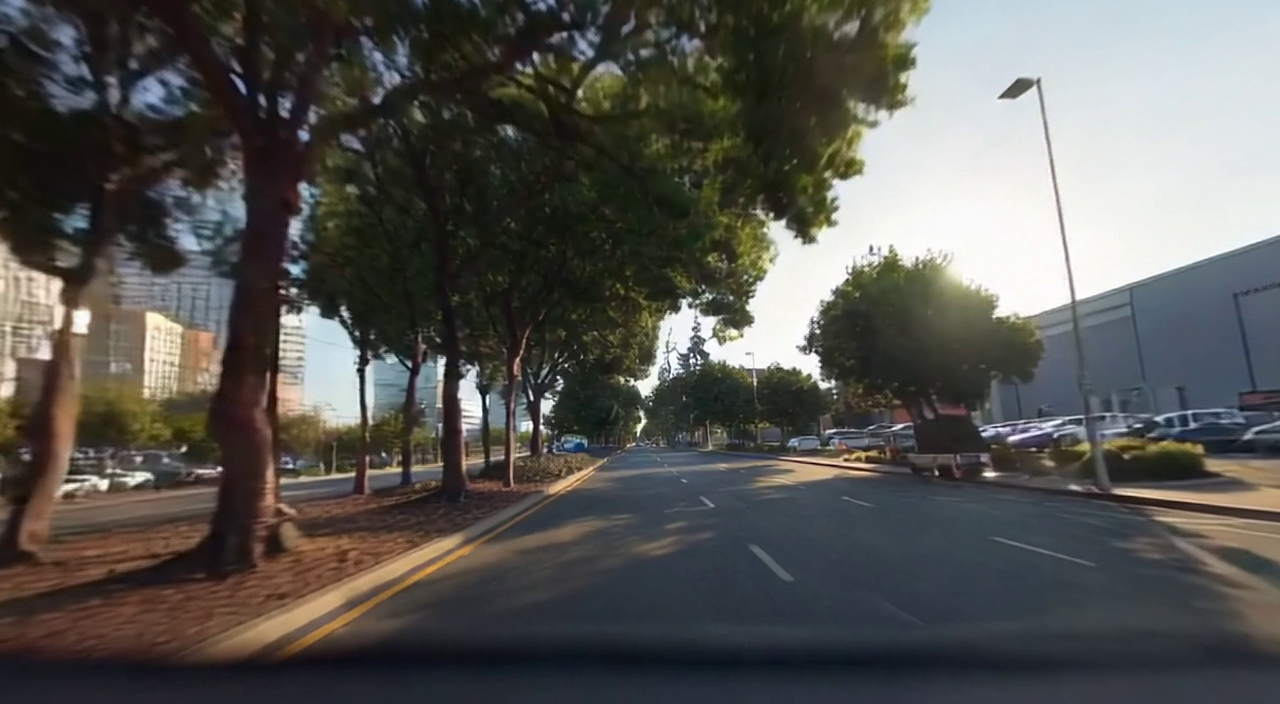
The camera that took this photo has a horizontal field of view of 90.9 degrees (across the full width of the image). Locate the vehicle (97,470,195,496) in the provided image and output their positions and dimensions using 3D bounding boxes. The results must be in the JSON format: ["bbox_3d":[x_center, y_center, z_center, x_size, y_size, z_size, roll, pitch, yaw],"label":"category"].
[{"bbox_3d":[-31.097,8.283,39.853,4.377,1.424,1.936,3,-9,-18],"label":"vehicle"}]

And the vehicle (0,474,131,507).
[{"bbox_3d":[-30.953,7.457,34.182,4.735,1.468,2.047,4,-9,-25],"label":"vehicle"}]
